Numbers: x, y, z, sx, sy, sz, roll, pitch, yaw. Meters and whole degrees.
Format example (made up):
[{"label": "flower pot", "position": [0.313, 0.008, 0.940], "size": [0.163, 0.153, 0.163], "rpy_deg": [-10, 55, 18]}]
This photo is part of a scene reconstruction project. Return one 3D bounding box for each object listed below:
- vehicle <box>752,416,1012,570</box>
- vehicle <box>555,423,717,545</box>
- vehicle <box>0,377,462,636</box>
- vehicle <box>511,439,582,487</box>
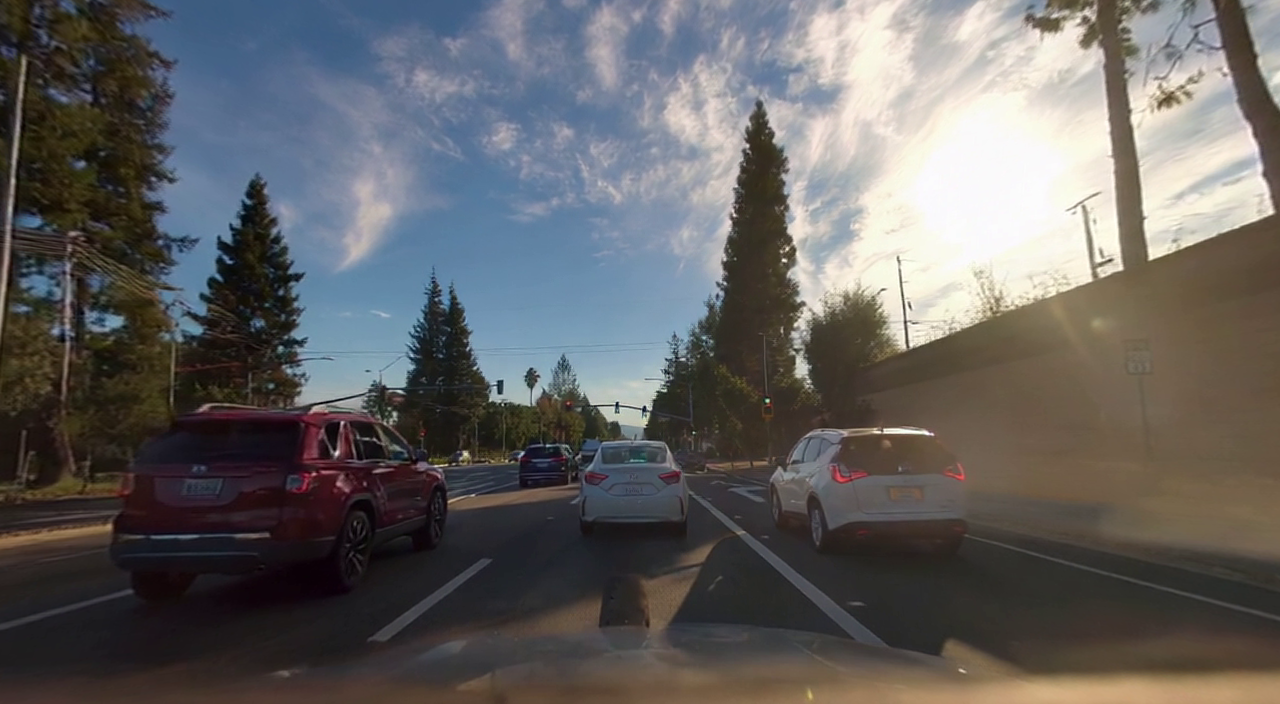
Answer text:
[{"label": "vehicle", "position": [3.097, 1.885, 9.249], "size": [2.029, 1.702, 4.281], "rpy_deg": [0, -8, -1]}, {"label": "vehicle", "position": [-0.034, 2.126, 10.781], "size": [2.245, 1.677, 3.913], "rpy_deg": [0, -8, 1]}, {"label": "vehicle", "position": [-3.673, 1.463, 6.975], "size": [2.070, 1.913, 4.450], "rpy_deg": [0, -8, 0]}, {"label": "vehicle", "position": [-3.660, 4.450, 25.669], "size": [2.067, 1.759, 4.631], "rpy_deg": [0, -8, 1]}]
